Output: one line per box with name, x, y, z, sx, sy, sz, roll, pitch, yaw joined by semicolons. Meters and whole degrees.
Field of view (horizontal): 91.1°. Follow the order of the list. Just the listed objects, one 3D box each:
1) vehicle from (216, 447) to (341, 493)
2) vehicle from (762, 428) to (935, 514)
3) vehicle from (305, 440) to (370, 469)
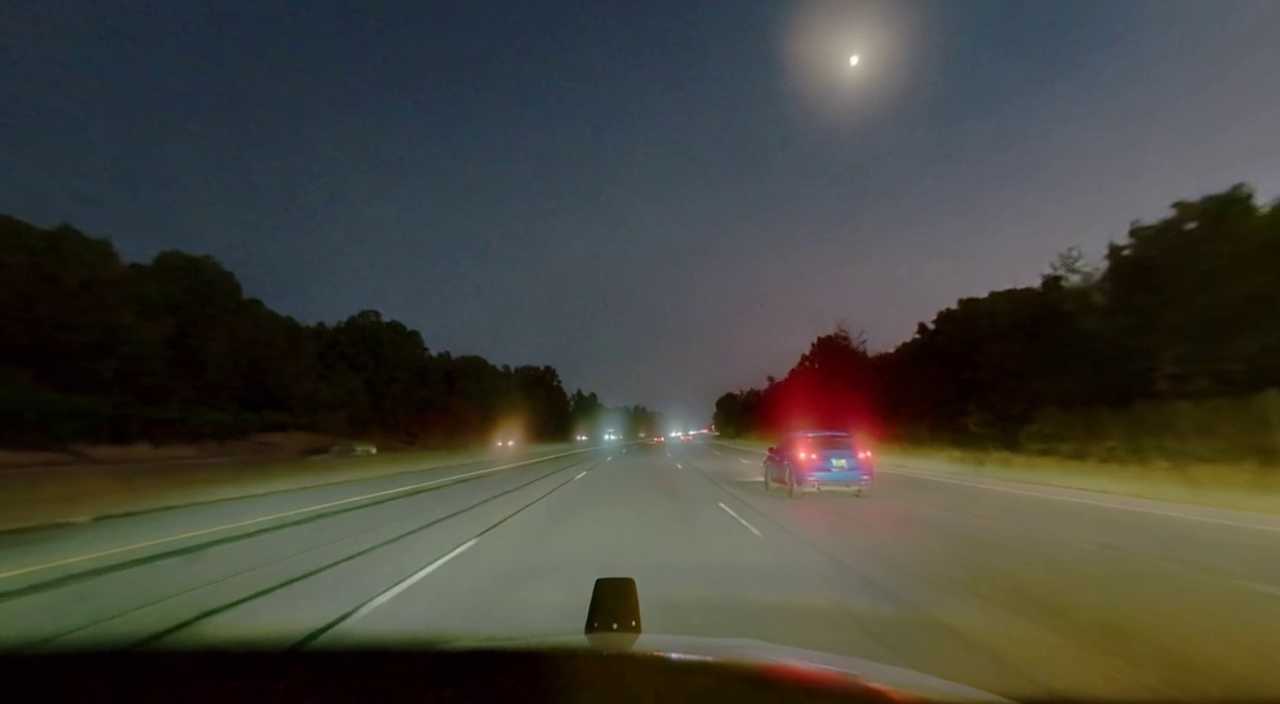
vehicle;-12.385;4.022;21.850;2.066;1.396;3.813;0;-8;0
vehicle;3.990;2.323;12.951;1.982;1.452;4.294;0;-8;-2
vehicle;-16.312;5.517;34.078;1.643;1.413;3.777;0;-8;0
